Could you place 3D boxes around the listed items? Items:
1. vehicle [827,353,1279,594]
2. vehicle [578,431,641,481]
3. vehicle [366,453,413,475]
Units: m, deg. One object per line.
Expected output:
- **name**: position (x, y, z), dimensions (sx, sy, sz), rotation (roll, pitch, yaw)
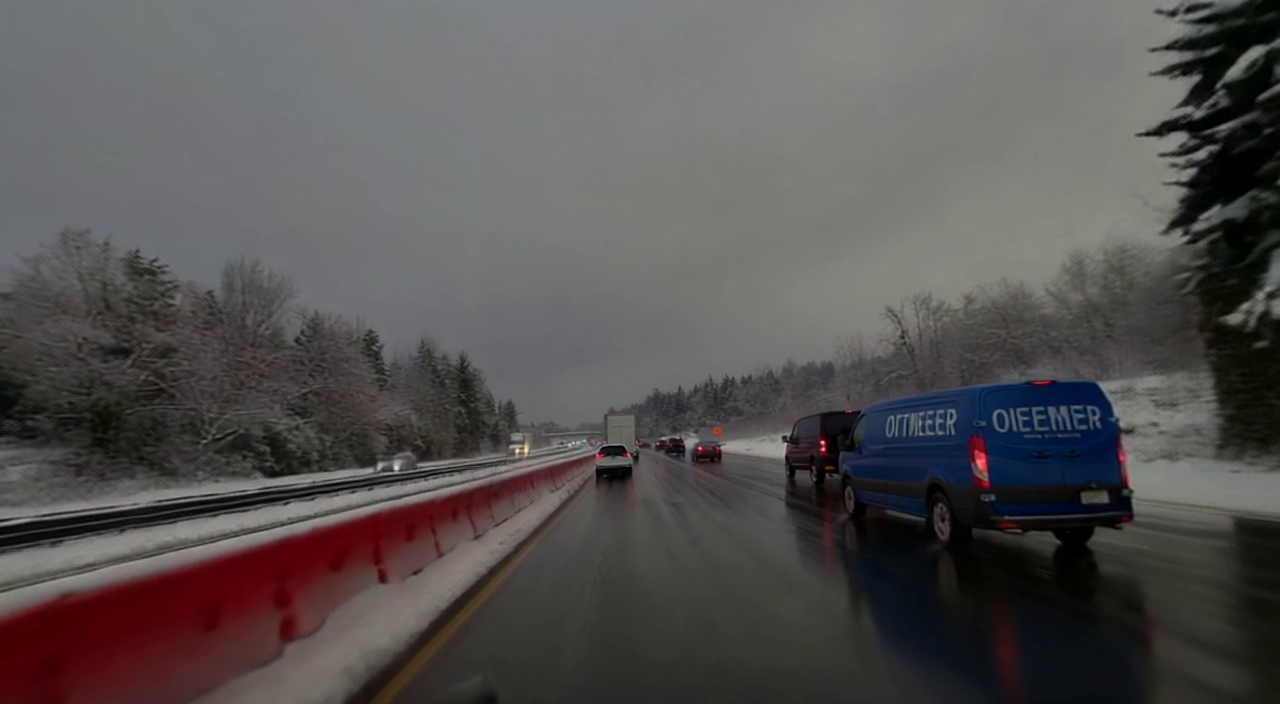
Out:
- **vehicle**: position (4.342, 1.367, 7.908), dimensions (2.223, 2.008, 5.121), rotation (0, -8, -2)
- **vehicle**: position (-1.066, 3.728, 22.784), dimensions (2.100, 1.636, 3.620), rotation (0, -8, -2)
- **vehicle**: position (-19.123, 8.553, 48.273), dimensions (1.811, 1.456, 4.313), rotation (0, -8, 0)
